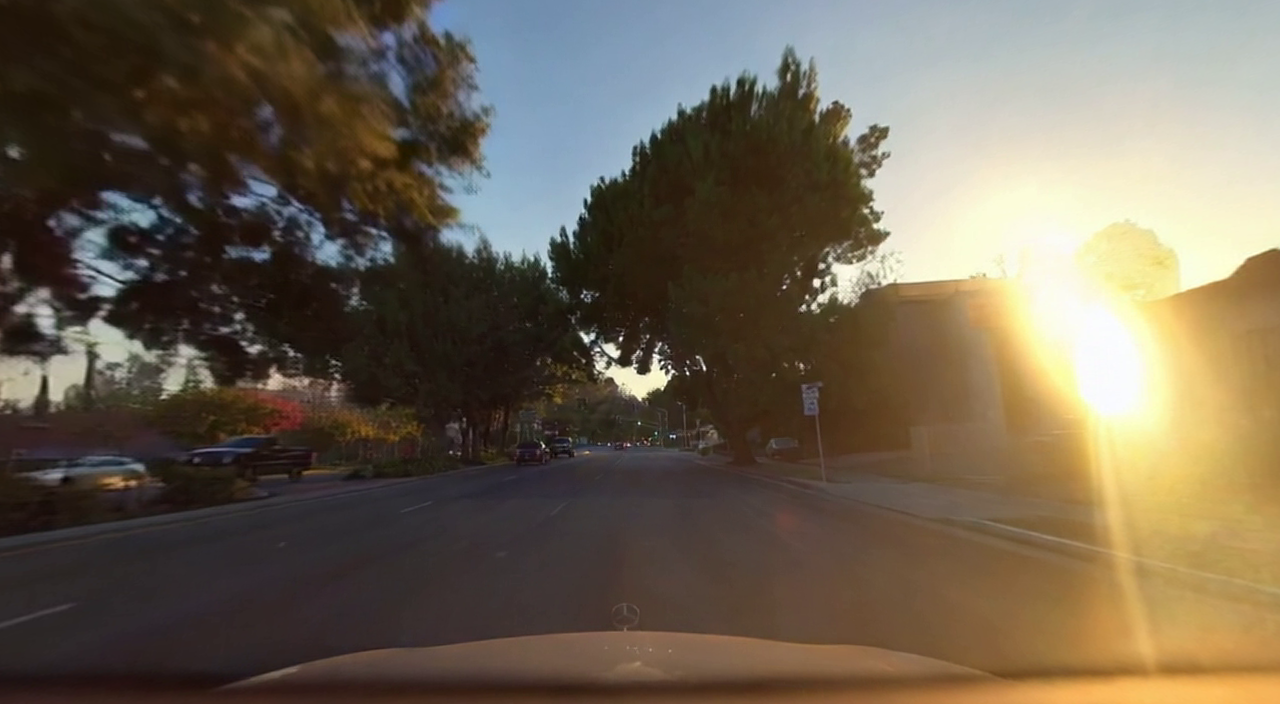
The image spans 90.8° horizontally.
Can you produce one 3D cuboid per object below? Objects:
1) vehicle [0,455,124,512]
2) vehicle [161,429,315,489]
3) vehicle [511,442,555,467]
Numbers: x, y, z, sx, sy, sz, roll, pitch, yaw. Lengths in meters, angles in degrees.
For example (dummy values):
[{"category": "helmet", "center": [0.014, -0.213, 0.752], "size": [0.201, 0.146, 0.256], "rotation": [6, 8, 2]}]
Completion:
[{"category": "vehicle", "center": [-17.927, 3.797, 18.620], "size": [1.794, 1.449, 4.384], "rotation": [0, -9, -1]}, {"category": "vehicle", "center": [-15.024, 4.032, 24.140], "size": [2.326, 2.030, 5.373], "rotation": [0, -9, 0]}, {"category": "vehicle", "center": [-6.590, 6.352, 39.288], "size": [1.970, 1.456, 4.441], "rotation": [0, -9, 0]}]
